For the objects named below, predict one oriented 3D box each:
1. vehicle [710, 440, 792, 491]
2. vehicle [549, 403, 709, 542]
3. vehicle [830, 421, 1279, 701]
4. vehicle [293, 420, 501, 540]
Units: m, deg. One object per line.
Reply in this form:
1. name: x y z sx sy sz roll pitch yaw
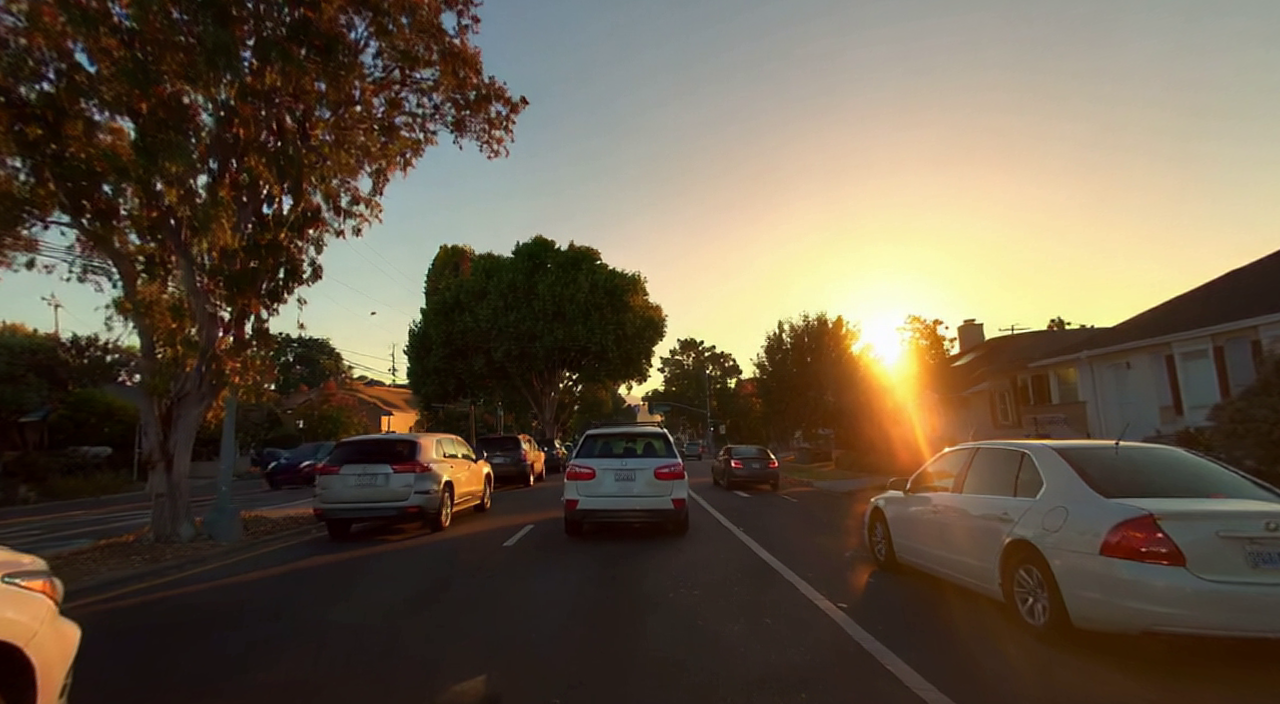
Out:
1. vehicle: 3.502 3.649 20.656 1.880 1.476 3.932 0 -8 -1
2. vehicle: -0.235 1.945 10.758 2.164 1.867 4.254 0 -8 -2
3. vehicle: 3.472 1.457 5.754 1.977 1.480 4.589 0 -8 -1
4. vehicle: -3.721 2.029 10.640 1.864 1.576 4.324 0 -8 -1
